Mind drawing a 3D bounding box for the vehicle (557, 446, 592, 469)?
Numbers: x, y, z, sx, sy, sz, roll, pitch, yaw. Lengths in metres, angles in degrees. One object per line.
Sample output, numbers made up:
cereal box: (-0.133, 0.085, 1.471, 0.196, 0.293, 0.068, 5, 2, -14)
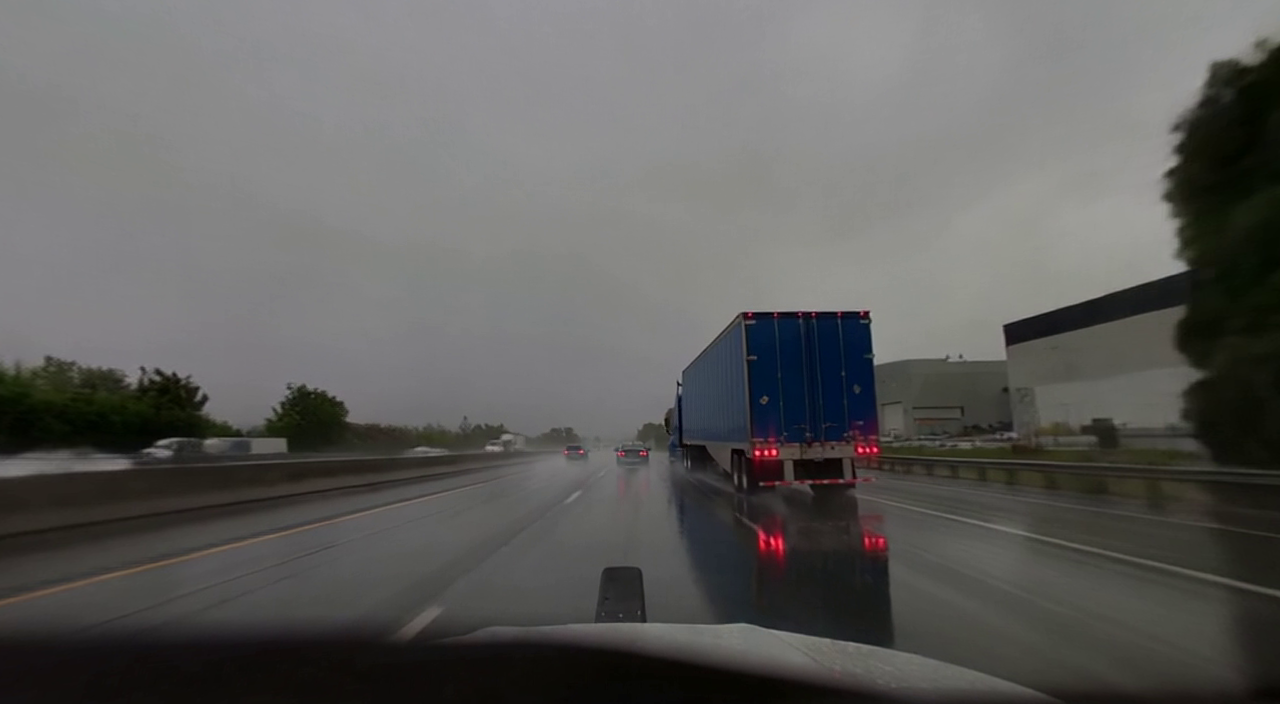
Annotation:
vehicle: (-4.489, 7.317, 43.781, 1.995, 1.491, 4.317, 0, -9, 0)

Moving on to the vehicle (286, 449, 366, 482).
vehicle: (-16.893, 6.103, 34.257, 2.011, 1.645, 4.335, 0, -9, 1)

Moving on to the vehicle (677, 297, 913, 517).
vehicle: (3.339, 2.198, 19.797, 2.996, 4.123, 15.965, 0, -9, -1)

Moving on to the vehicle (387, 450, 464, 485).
vehicle: (-9.848, 5.316, 29.402, 1.924, 1.474, 4.475, 0, -9, 1)

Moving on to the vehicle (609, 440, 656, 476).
vehicle: (-0.351, 5.297, 31.810, 2.191, 1.685, 4.015, 0, -9, 0)
